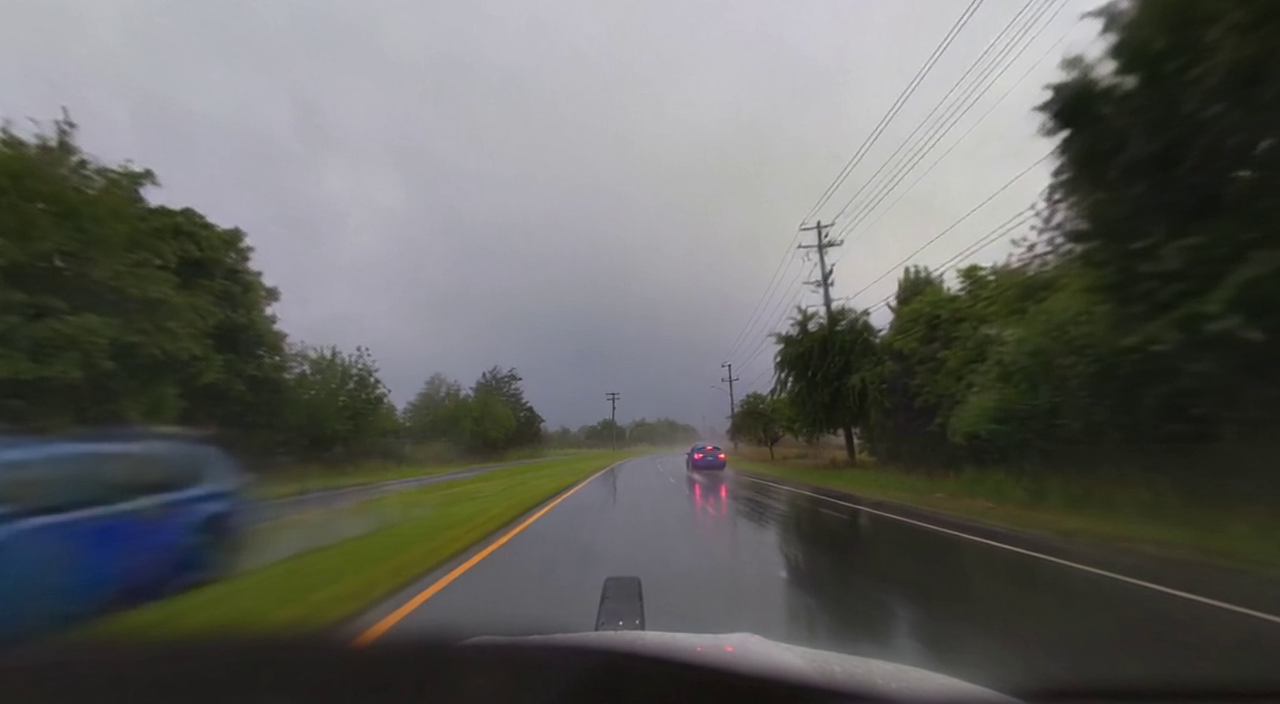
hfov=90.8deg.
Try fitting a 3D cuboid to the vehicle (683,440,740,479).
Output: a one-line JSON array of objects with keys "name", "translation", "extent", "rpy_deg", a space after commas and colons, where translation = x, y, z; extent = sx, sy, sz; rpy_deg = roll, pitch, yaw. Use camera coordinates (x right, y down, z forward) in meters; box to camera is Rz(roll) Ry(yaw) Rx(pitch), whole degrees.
[{"name": "vehicle", "translation": [3.289, 5.021, 29.749], "extent": [2.135, 1.692, 4.185], "rpy_deg": [0, -9, -1]}]

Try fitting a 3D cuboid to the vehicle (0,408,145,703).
[{"name": "vehicle", "translation": [-4.283, 0.848, 1.880], "extent": [2.022, 1.506, 4.438], "rpy_deg": [0, -9, 0]}]
